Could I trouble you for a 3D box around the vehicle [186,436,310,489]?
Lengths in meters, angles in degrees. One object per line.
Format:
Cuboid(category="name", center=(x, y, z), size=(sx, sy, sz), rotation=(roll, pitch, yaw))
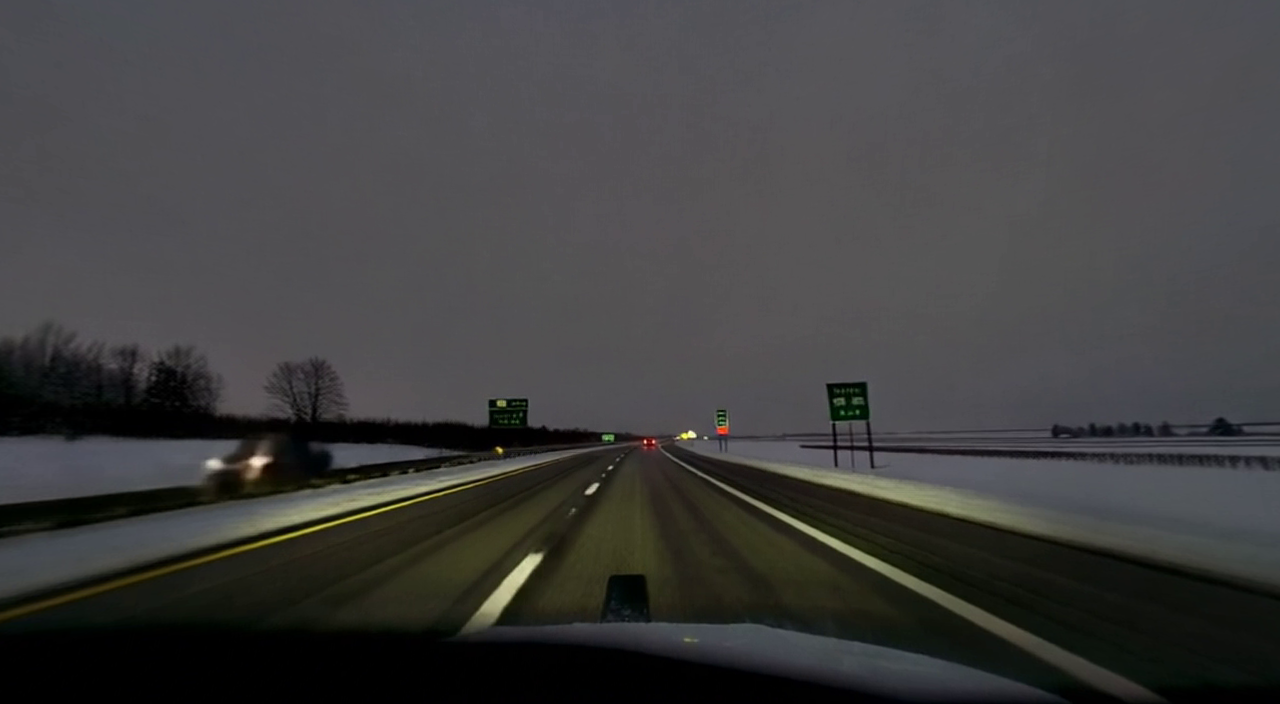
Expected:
Cuboid(category="vehicle", center=(-13.871, 3.904, 22.558), size=(1.855, 1.710, 4.028), rotation=(0, -8, -1))
